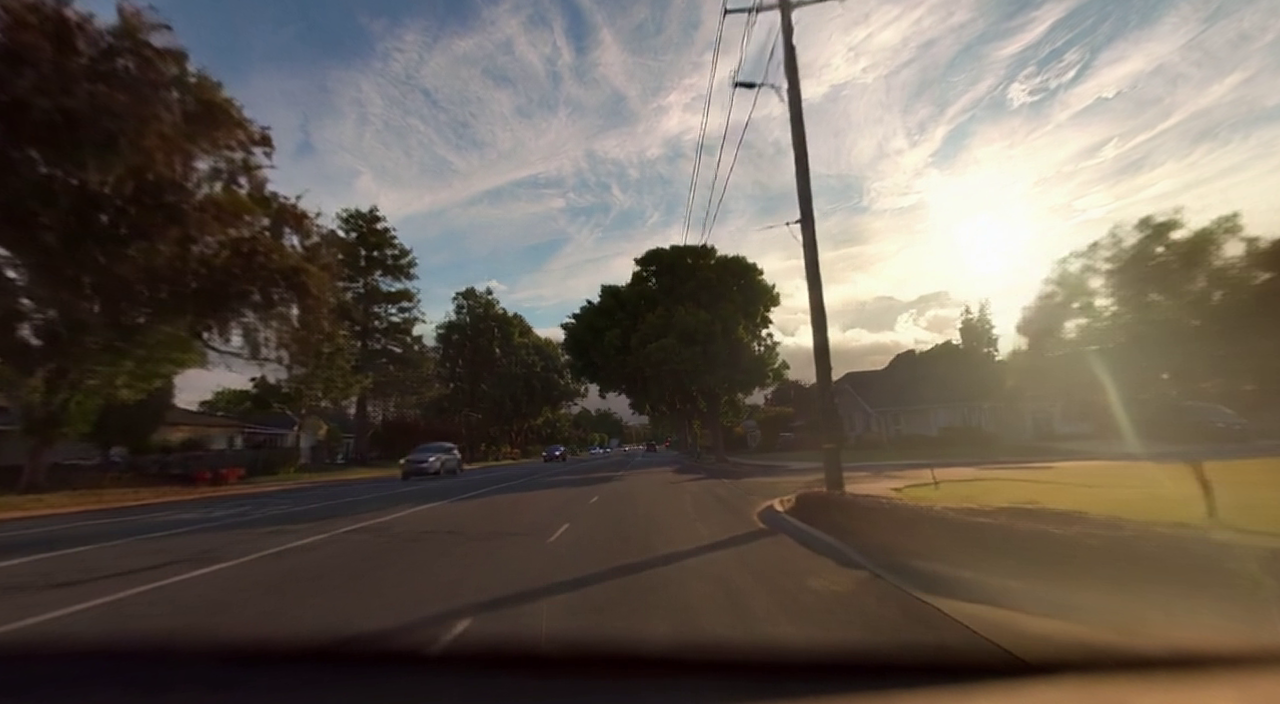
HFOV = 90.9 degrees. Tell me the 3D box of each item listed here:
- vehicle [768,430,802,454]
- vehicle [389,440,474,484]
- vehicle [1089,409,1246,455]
[{"bbox_3d":[11.425,7.187,49.955,1.737,1.633,3.268,3,-11,-4],"label":"vehicle"},{"bbox_3d":[-8.928,4.749,27.462,2.003,1.719,4.489,0,-9,2],"label":"vehicle"},{"bbox_3d":[21.775,3.368,26.207,4.389,1.751,2.158,-1,-11,6],"label":"vehicle"}]
